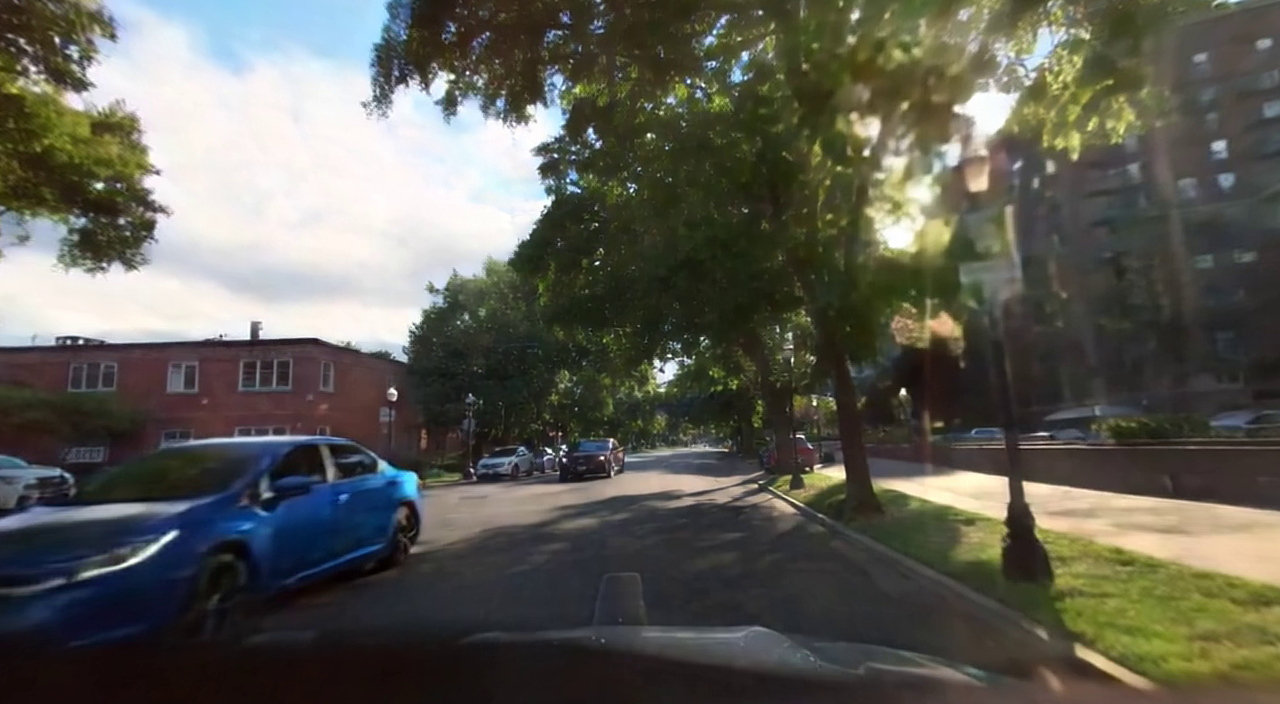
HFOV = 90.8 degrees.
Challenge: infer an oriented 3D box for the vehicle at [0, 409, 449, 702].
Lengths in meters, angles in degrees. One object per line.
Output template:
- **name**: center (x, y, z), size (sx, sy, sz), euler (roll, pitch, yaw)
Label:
- **vehicle**: center (-3.537, 1.408, 5.672), size (2.056, 1.508, 4.596), euler (-1, -9, 2)

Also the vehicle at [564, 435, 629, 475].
- **vehicle**: center (-1.879, 4.678, 28.893), size (2.110, 1.651, 4.410), euler (-1, -9, 8)

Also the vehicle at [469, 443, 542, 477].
- **vehicle**: center (-6.075, 4.933, 29.086), size (1.968, 1.443, 4.358), euler (-1, -9, 6)

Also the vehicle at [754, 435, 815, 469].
- **vehicle**: center (6.686, 4.685, 29.695), size (1.918, 1.461, 4.419), euler (0, -8, 1)
